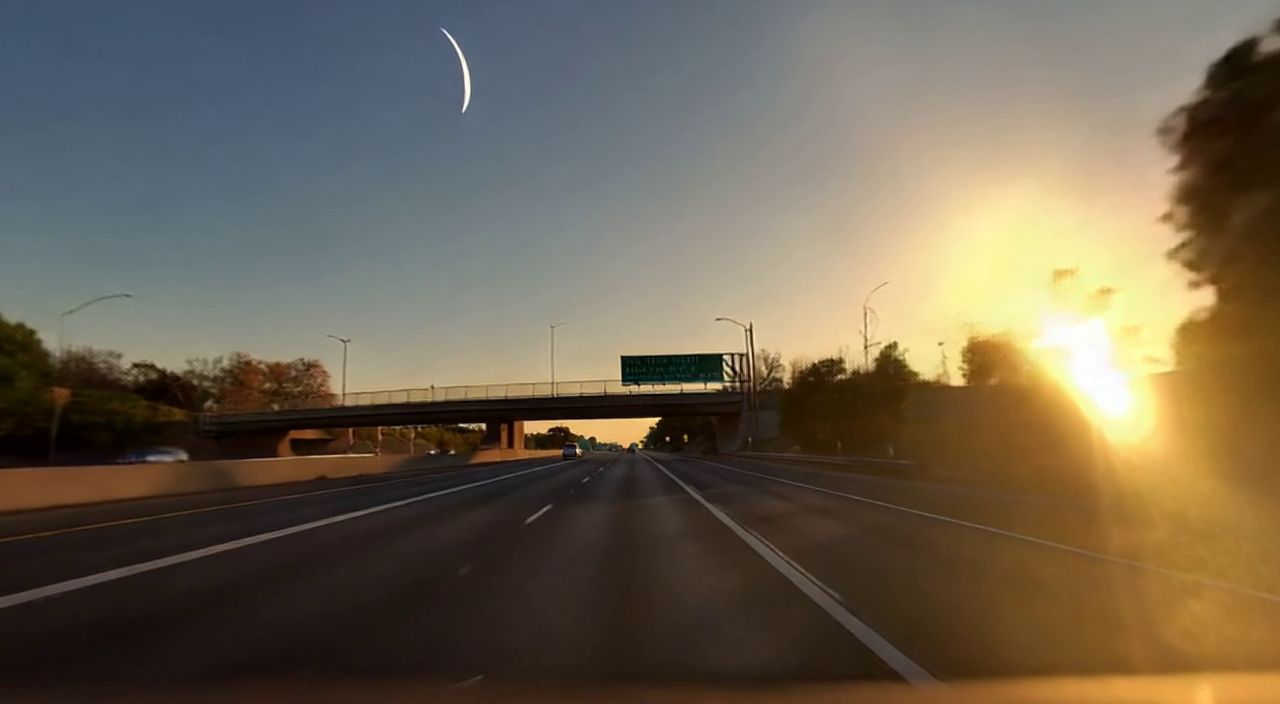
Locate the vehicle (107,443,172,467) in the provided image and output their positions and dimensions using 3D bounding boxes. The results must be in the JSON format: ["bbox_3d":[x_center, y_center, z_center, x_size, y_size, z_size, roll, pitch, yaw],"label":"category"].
[{"bbox_3d":[-36.223,7.439,45.819,1.844,1.473,3.683,-4,-7,-1],"label":"vehicle"}]
